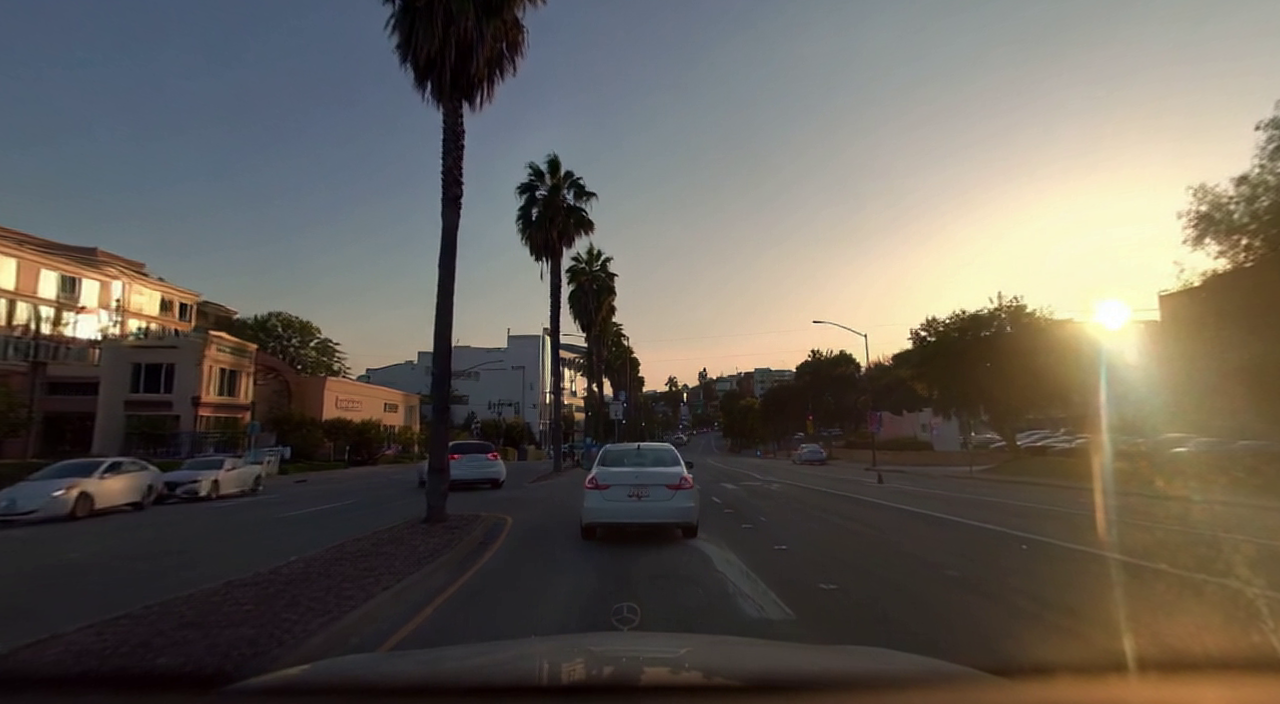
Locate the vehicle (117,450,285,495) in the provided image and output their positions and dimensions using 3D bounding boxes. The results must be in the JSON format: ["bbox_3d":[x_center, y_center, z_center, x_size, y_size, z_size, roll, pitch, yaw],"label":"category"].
[{"bbox_3d":[-15.595,4.255,22.595,4.585,1.479,2.088,-1,-9,6],"label":"vehicle"}]

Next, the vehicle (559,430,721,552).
[{"bbox_3d":[-0.137,2.036,10.024,1.986,1.473,4.382,0,-9,-4],"label":"vehicle"}]

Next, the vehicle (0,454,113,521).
[{"bbox_3d":[-15.547,3.338,16.084,4.071,1.442,1.948,-5,-10,31],"label":"vehicle"}]

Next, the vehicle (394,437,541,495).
[{"bbox_3d":[-5.368,3.444,19.451,4.457,1.552,2.095,-7,-11,38],"label":"vehicle"}]
